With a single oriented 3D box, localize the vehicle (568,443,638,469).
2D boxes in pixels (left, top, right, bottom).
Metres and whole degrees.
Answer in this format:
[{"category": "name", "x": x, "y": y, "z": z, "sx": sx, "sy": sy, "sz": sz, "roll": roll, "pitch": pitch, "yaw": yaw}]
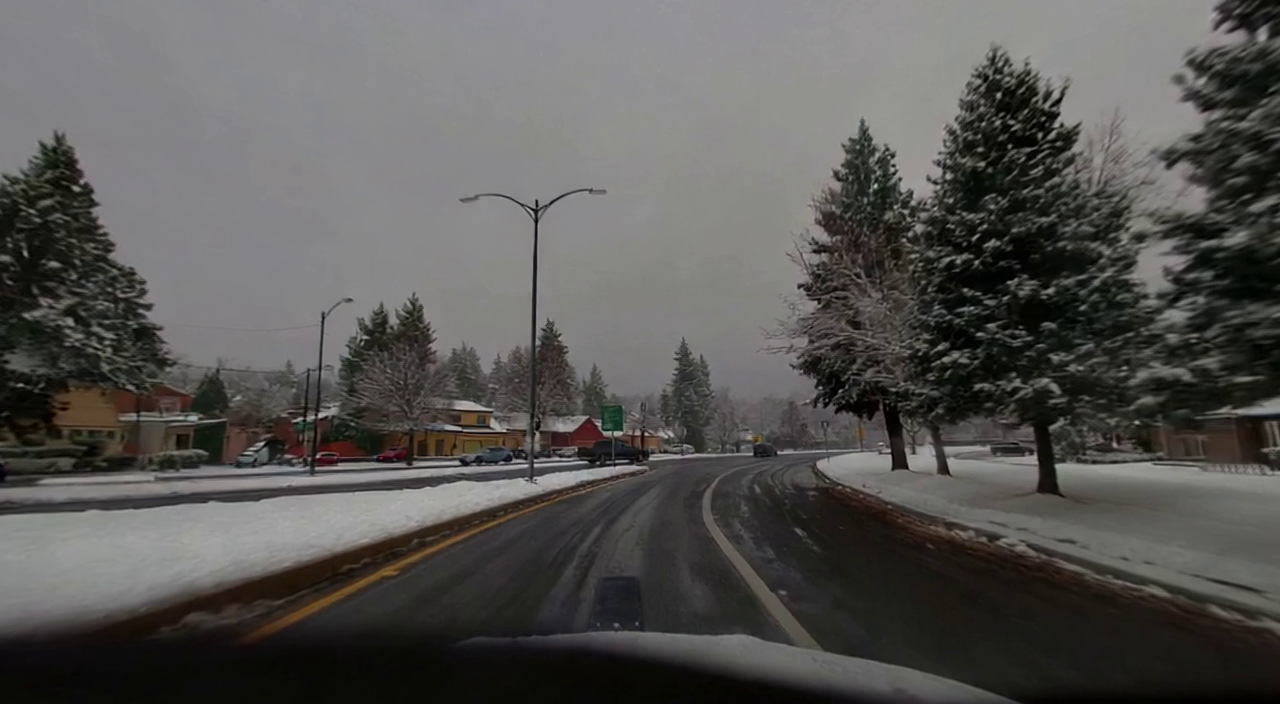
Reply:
[{"category": "vehicle", "x": -2.218, "y": 6.467, "z": 39.473, "sx": 2.081, "sy": 1.489, "sz": 4.863, "roll": -5, "pitch": -10, "yaw": 29}]
